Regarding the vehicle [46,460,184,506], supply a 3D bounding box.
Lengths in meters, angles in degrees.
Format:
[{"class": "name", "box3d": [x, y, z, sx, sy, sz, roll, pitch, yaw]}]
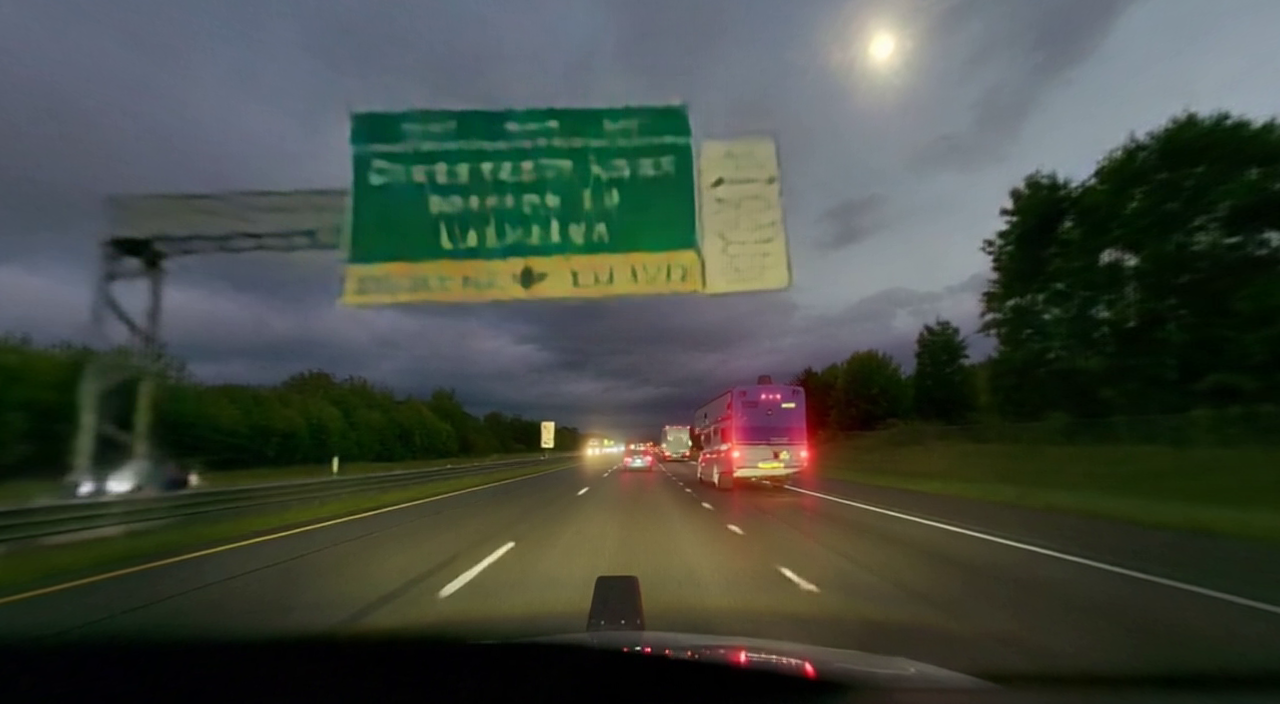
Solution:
[{"class": "vehicle", "box3d": [-19.260, 4.790, 23.379, 1.732, 1.489, 3.852, 0, -9, 1]}]

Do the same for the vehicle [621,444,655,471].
[{"class": "vehicle", "box3d": [-0.092, 7.027, 42.186, 2.151, 1.678, 3.923, 0, -9, 1]}]

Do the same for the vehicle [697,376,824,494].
[{"class": "vehicle", "box3d": [4.018, 3.168, 23.454, 2.931, 3.530, 8.760, 0, -9, 0]}]
